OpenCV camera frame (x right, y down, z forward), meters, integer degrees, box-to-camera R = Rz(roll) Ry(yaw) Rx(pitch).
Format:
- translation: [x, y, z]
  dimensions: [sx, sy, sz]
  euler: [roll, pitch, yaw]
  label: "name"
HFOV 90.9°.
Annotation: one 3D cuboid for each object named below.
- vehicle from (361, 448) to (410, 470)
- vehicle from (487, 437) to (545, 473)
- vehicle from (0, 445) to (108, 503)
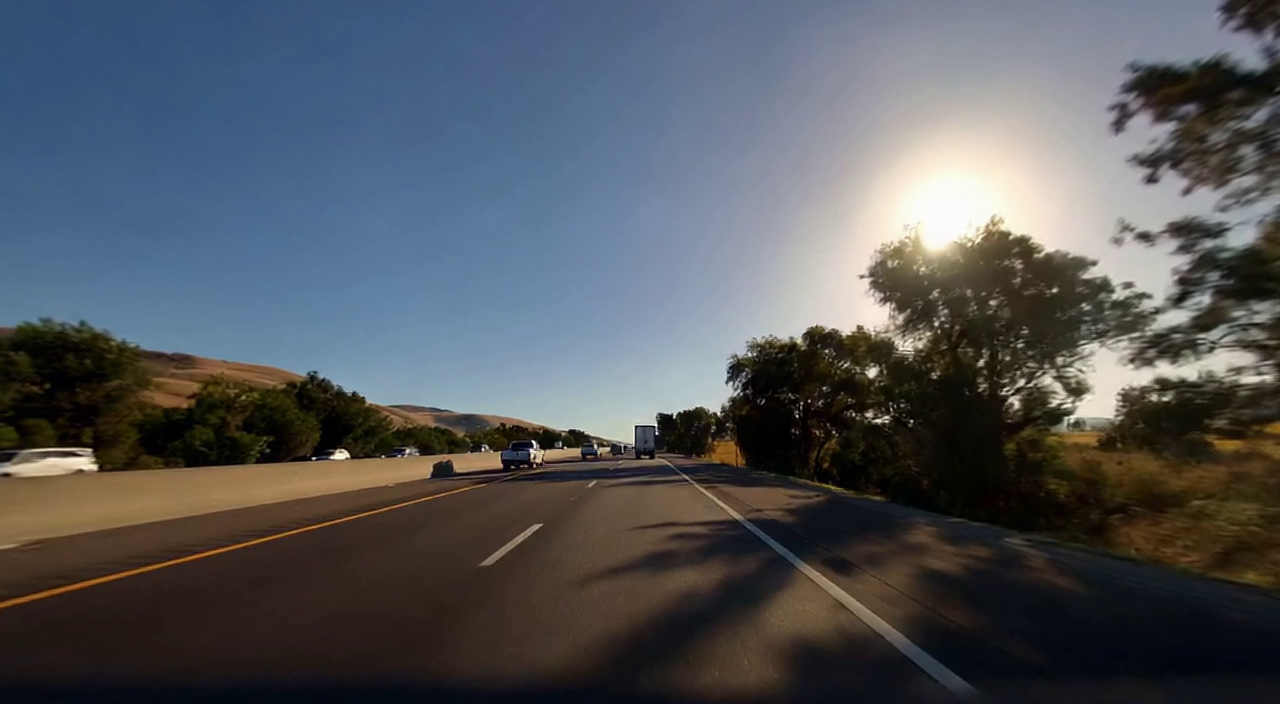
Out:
- translation: [-19.578, 8.205, 48.684]
  dimensions: [1.872, 1.585, 4.416]
  euler: [0, -8, 1]
  label: "vehicle"
- translation: [-6.953, 5.838, 35.926]
  dimensions: [2.193, 1.866, 4.807]
  euler: [0, -8, 2]
  label: "vehicle"
- translation: [-20.568, 3.916, 20.534]
  dimensions: [2.106, 1.734, 4.955]
  euler: [0, -8, 0]
  label: "vehicle"
